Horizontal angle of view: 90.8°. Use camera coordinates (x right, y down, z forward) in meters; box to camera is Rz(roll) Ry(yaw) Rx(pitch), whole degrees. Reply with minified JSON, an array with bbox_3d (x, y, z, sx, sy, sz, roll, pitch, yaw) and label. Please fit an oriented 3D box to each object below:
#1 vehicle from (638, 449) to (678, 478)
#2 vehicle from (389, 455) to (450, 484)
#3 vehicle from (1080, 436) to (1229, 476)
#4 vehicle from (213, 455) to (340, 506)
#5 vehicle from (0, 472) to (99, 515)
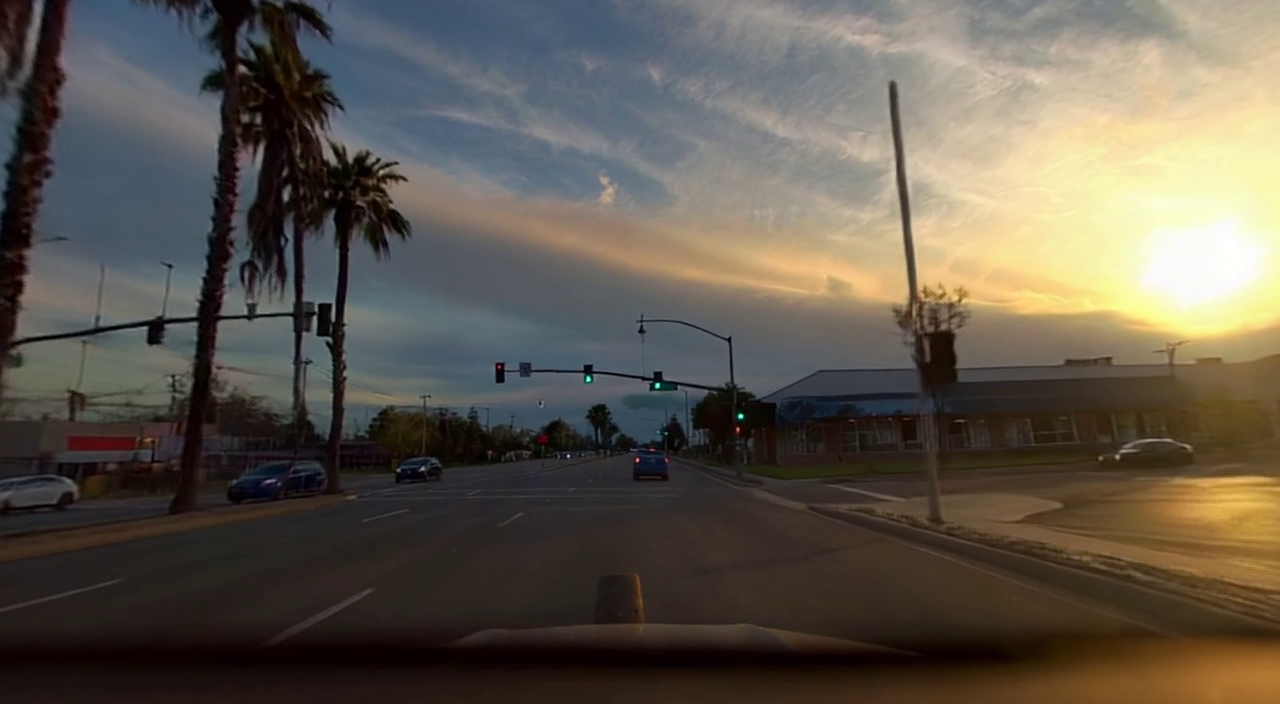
[{"bbox_3d":[0.985,6.529,37.155,1.969,1.555,4.431,0,-9,-3],"label":"vehicle"},{"bbox_3d":[-12.412,6.616,35.843,2.033,1.494,4.048,0,-9,-1],"label":"vehicle"},{"bbox_3d":[20.935,4.246,26.063,2.046,1.481,4.936,0,-9,0],"label":"vehicle"},{"bbox_3d":[-12.966,4.575,22.962,2.027,1.534,4.779,0,-9,-4],"label":"vehicle"},{"bbox_3d":[-25.971,5.922,26.536,2.026,1.540,4.468,-6,-11,37],"label":"vehicle"}]
